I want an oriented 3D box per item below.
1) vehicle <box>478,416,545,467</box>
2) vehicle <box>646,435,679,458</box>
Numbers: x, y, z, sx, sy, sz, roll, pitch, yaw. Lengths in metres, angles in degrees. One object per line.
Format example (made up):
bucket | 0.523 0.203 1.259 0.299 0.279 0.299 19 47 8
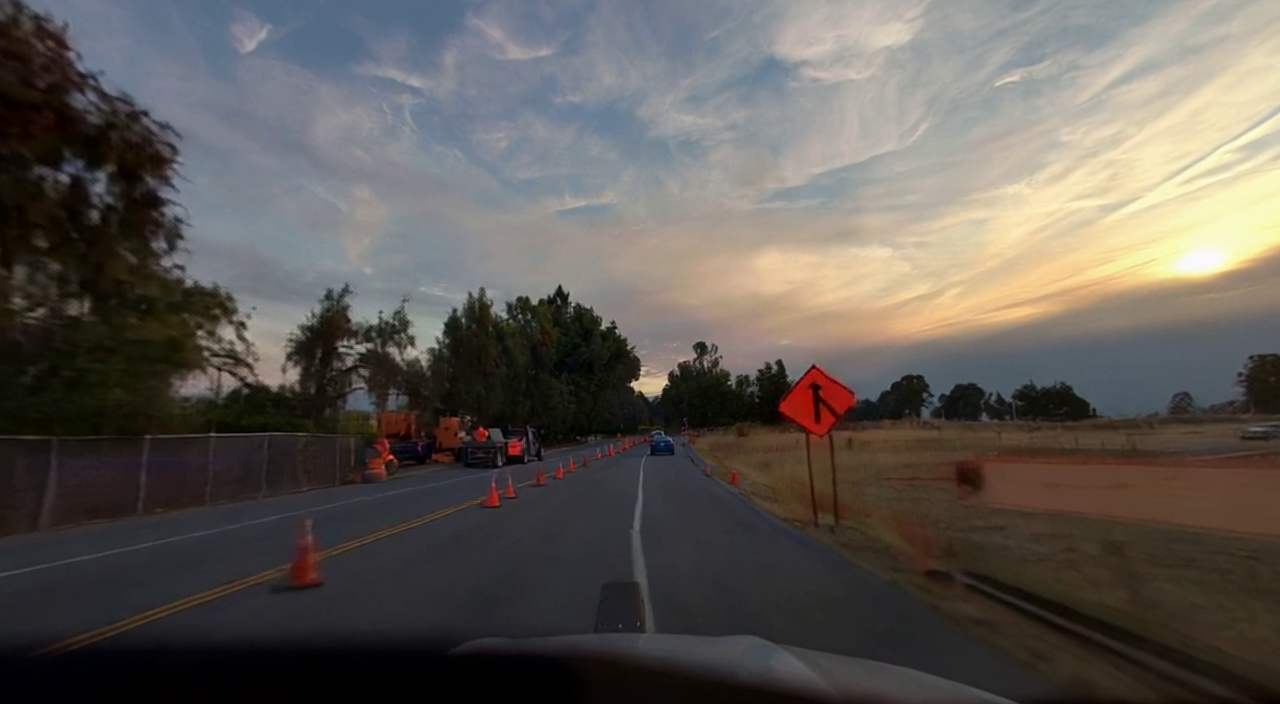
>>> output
vehicle | -7.096 4.988 35.151 3.064 2.710 2.385 -1 -9 4
vehicle | 1.553 6.608 43.951 2.172 1.486 3.581 -1 -9 2
